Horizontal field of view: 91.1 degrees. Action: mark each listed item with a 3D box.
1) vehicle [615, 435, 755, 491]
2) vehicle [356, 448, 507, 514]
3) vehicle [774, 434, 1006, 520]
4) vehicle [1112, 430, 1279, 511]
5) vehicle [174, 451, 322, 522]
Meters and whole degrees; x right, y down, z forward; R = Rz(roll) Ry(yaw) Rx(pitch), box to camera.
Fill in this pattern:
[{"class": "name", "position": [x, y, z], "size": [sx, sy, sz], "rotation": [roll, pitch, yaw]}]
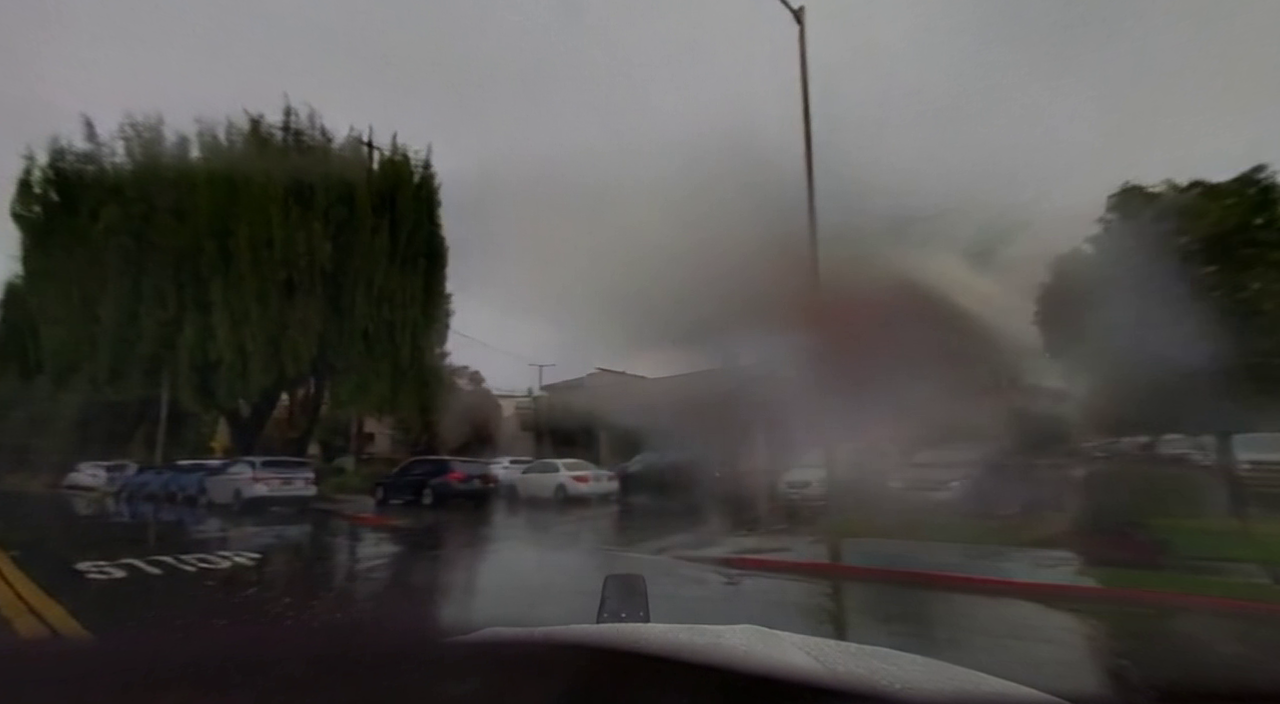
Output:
[{"class": "vehicle", "position": [2.713, 7.151, 41.061], "size": [9.384, 3.230, 2.928], "rotation": [-8, -12, 43]}, {"class": "vehicle", "position": [-7.723, 4.556, 22.898], "size": [6.027, 1.893, 2.282], "rotation": [-6, -9, 39]}, {"class": "vehicle", "position": [5.906, 2.938, 15.275], "size": [4.778, 1.753, 1.959], "rotation": [-8, -12, 41]}, {"class": "vehicle", "position": [16.110, 3.066, 16.555], "size": [5.798, 1.920, 2.267], "rotation": [1, -9, -8]}, {"class": "vehicle", "position": [-12.945, 4.244, 20.557], "size": [5.853, 1.974, 2.292], "rotation": [-8, -12, 40]}]
